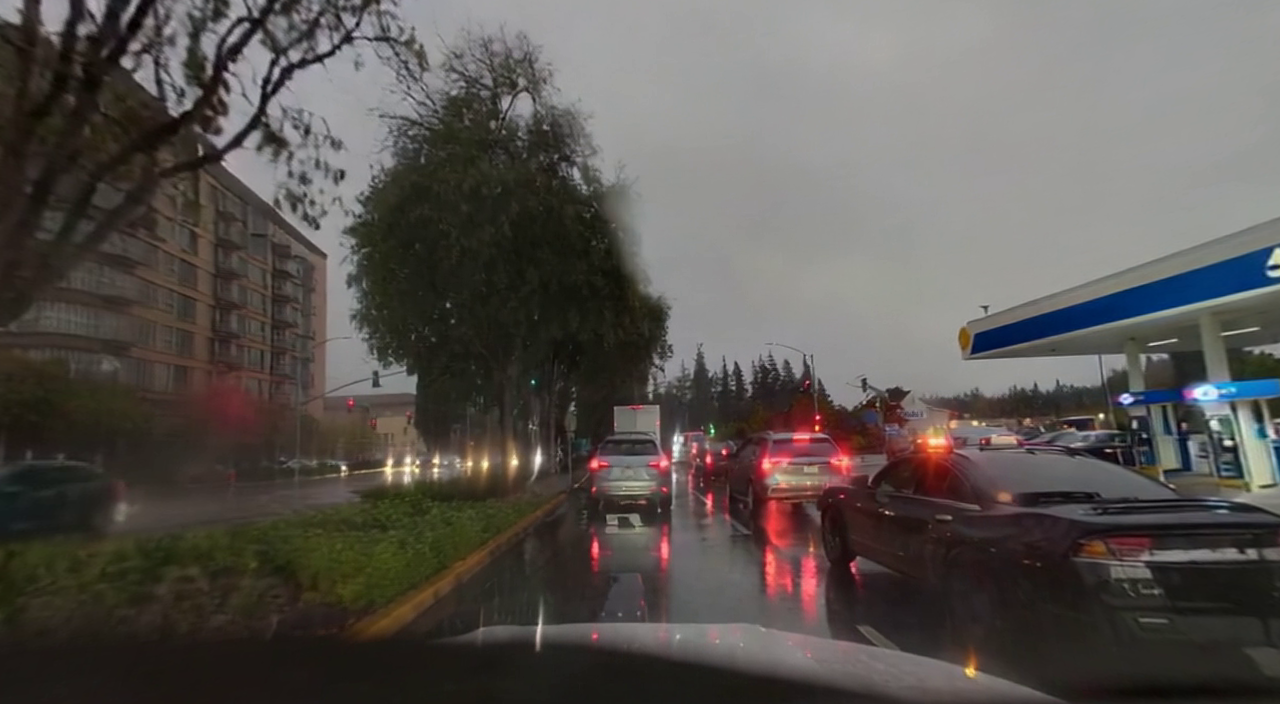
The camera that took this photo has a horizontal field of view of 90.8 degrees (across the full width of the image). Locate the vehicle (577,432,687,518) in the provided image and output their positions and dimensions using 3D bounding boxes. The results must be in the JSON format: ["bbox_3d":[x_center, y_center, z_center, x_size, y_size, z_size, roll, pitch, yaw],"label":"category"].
[{"bbox_3d":[-0.179,2.653,14.075,2.106,1.613,3.697,0,-9,-1],"label":"vehicle"}]

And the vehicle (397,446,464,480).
[{"bbox_3d":[-11.352,6.028,34.656,2.083,1.719,4.497,-1,-9,1],"label":"vehicle"}]

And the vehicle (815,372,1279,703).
[{"bbox_3d":[3.242,1.272,5.314,2.056,1.700,4.399,0,-9,-3],"label":"vehicle"}]

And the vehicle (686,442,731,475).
[{"bbox_3d":[3.345,5.311,31.575,1.812,1.518,3.840,0,-9,0],"label":"vehicle"}]

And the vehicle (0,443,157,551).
[{"bbox_3d":[-11.061,2.404,10.715,2.055,1.663,4.637,0,-9,0],"label":"vehicle"}]

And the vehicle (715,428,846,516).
[{"bbox_3d":[2.980,2.650,14.399,1.995,1.677,4.106,0,-9,-1],"label":"vehicle"}]
